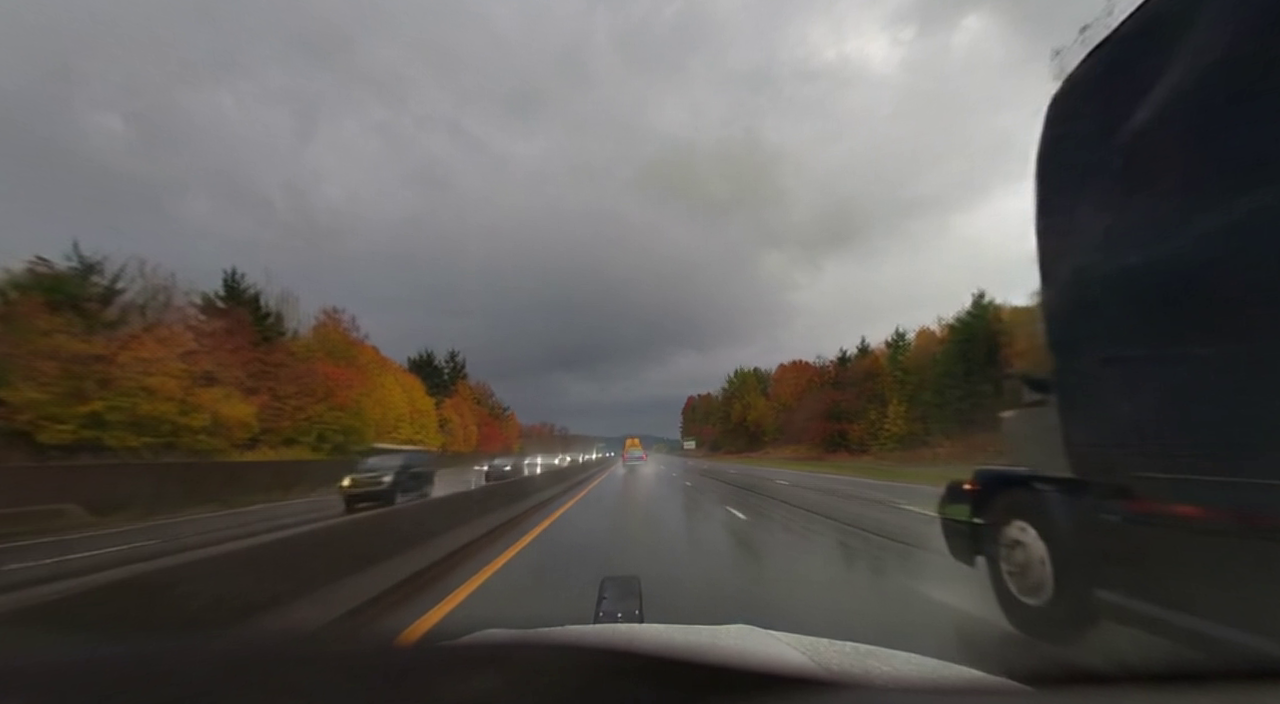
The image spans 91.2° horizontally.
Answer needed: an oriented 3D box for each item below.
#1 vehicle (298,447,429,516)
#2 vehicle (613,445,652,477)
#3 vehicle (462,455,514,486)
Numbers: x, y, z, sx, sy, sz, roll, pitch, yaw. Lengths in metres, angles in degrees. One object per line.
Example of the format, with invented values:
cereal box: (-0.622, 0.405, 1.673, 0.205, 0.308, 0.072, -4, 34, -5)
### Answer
vehicle: (-9.060, 4.250, 21.147, 2.221, 2.006, 4.849, -1, -9, -1)
vehicle: (-0.450, 6.496, 37.510, 2.168, 1.705, 4.272, -1, -9, -1)
vehicle: (-9.001, 7.029, 37.442, 1.991, 1.650, 4.391, -1, -9, 0)
